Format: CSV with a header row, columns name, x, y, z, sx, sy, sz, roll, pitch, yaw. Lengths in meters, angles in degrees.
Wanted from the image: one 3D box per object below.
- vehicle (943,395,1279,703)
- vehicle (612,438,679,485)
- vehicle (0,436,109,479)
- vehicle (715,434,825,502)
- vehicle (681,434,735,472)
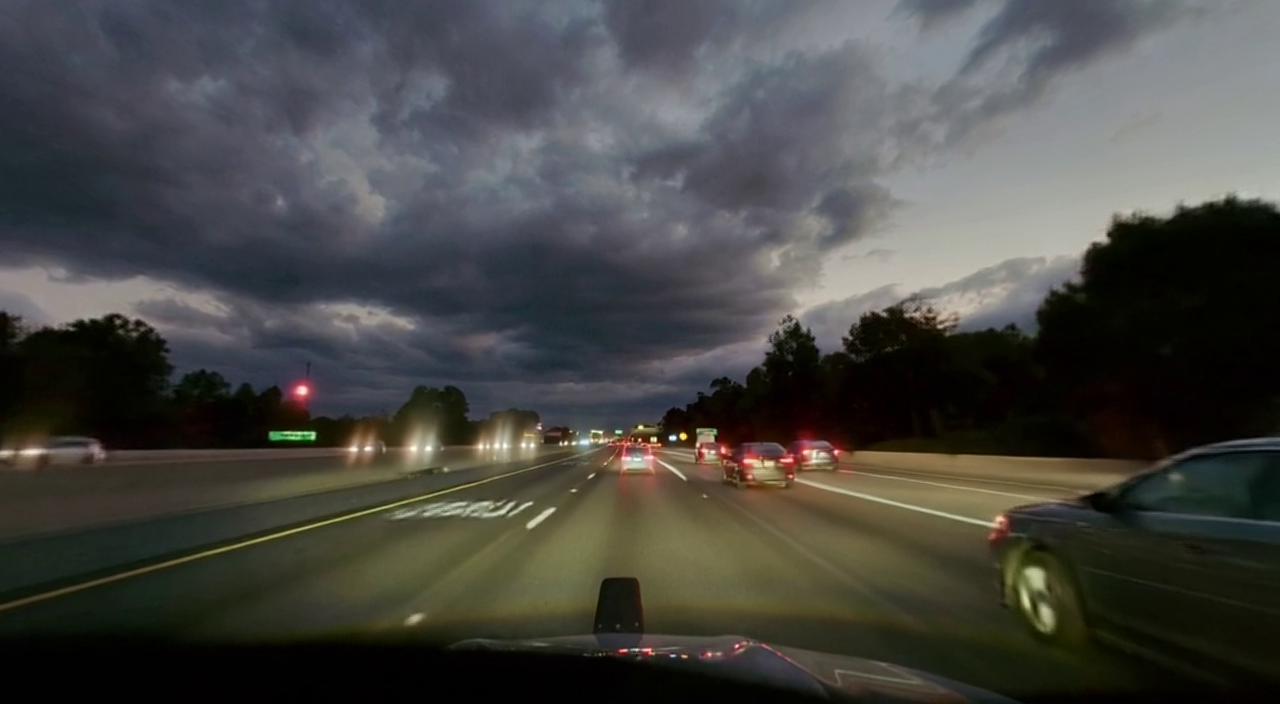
name,x,y,z,sx,sy,sz,roll,pitch,yaw
vehicle,3.481,0.963,2.699,1.993,1.504,4.781,0,-8,0
vehicle,0.120,3.750,21.963,2.098,1.475,3.997,0,-8,-2
vehicle,-25.729,4.425,26.768,2.105,1.666,4.914,0,-8,0
vehicle,3.210,2.948,16.512,1.856,1.517,4.198,0,-8,-2
vehicle,3.226,4.885,30.712,1.997,1.663,4.169,0,-8,-2
